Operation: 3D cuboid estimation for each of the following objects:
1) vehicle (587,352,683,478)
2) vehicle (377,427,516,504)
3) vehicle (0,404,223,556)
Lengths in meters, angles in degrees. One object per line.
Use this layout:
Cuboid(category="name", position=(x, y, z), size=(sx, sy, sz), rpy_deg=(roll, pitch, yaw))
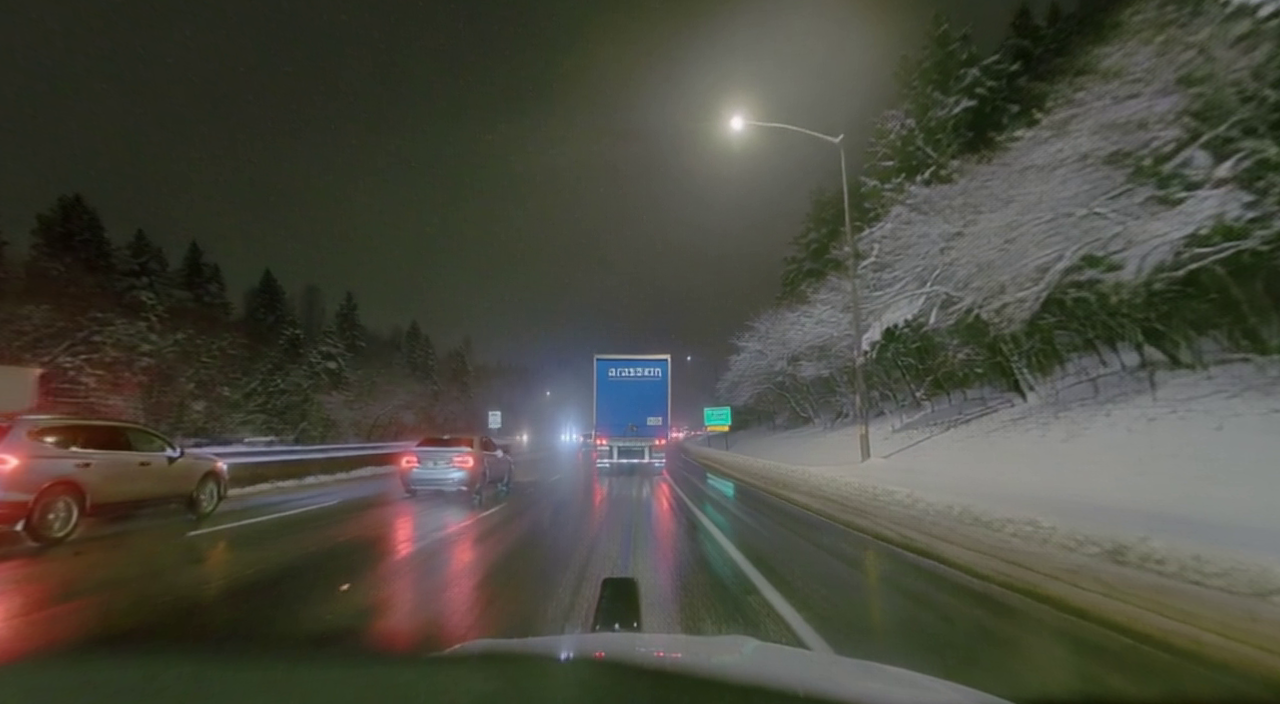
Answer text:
Cuboid(category="vehicle", position=(-0.219, 2.771, 26.011), size=(3.118, 4.106, 10.719), rpy_deg=(0, -8, -1))
Cuboid(category="vehicle", position=(-4.176, 2.482, 14.274), size=(1.933, 1.492, 3.838), rpy_deg=(0, -8, 0))
Cuboid(category="vehicle", position=(-8.063, 1.637, 8.547), size=(1.990, 1.654, 4.129), rpy_deg=(0, -8, -1))
